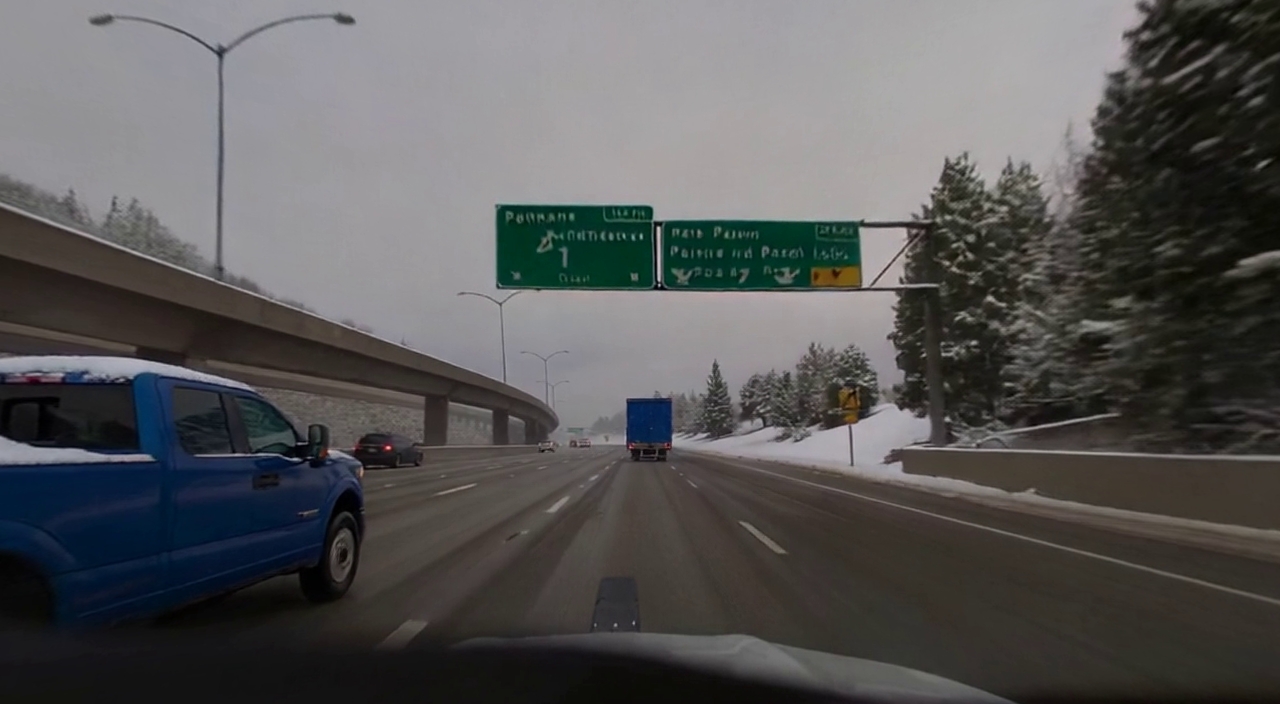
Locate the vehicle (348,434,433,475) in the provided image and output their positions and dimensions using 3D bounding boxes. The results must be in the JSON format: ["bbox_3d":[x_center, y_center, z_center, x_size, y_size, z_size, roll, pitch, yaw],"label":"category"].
[{"bbox_3d":[-10.508,4.343,26.936,1.919,1.625,4.183,0,-8,0],"label":"vehicle"}]

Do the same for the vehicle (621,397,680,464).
[{"bbox_3d":[0.399,5.195,40.664,3.233,3.678,11.032,0,-9,-2],"label":"vehicle"}]

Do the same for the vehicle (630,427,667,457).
[{"bbox_3d":[0.436,5.346,37.452,2.052,1.666,4.358,0,-9,0],"label":"vehicle"}]
